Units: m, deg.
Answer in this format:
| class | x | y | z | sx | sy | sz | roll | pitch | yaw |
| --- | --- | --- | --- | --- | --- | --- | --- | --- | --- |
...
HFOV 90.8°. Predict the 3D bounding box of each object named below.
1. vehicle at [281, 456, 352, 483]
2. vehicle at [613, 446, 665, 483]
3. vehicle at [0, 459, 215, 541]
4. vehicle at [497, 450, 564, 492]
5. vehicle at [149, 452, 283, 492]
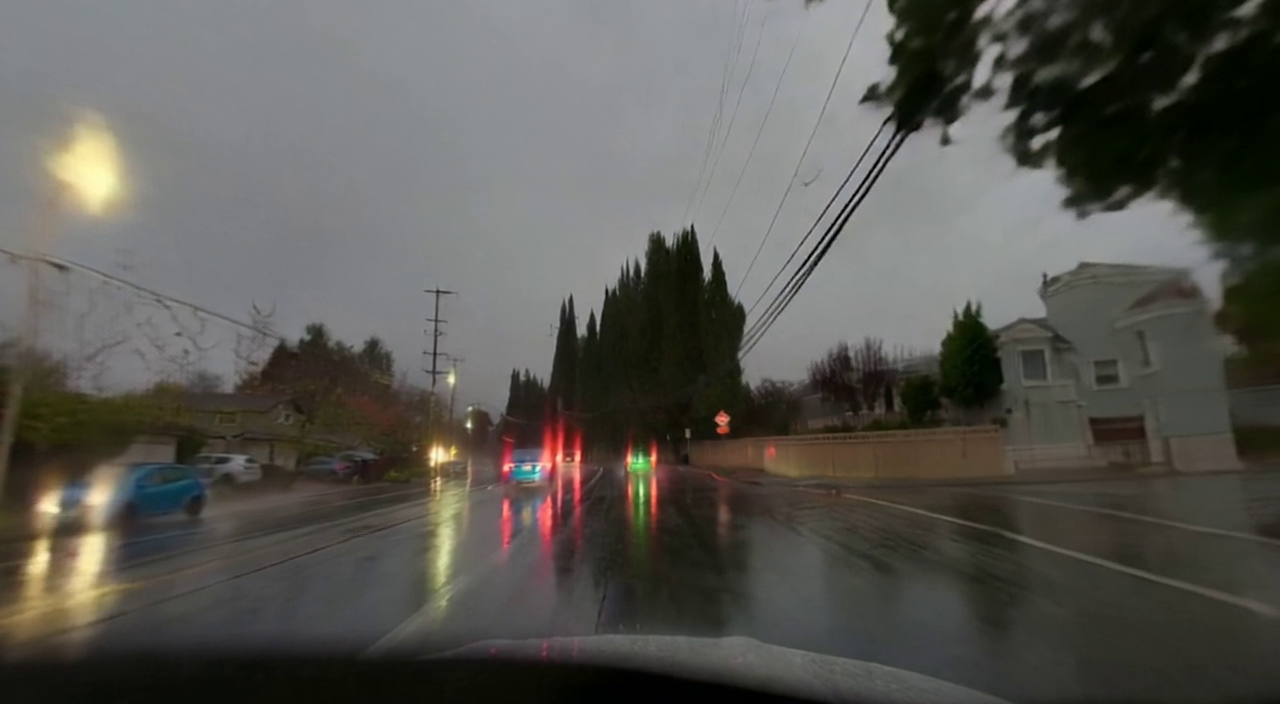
| class | x | y | z | sx | sy | sz | roll | pitch | yaw |
| --- | --- | --- | --- | --- | --- | --- | --- | --- | --- |
| vehicle | -22.129 | 8.024 | 43.309 | 3.836 | 1.693 | 1.849 | 0 | -9 | -7 |
| vehicle | -0.132 | 5.145 | 29.267 | 2.168 | 1.504 | 4.284 | 0 | -9 | -3 |
| vehicle | -14.309 | 3.925 | 17.427 | 2.083 | 1.817 | 4.532 | -1 | -9 | -2 |
| vehicle | -4.053 | 4.475 | 24.138 | 1.913 | 1.425 | 4.235 | -1 | -9 | -2 |
| vehicle | -23.081 | 6.553 | 34.593 | 5.681 | 1.954 | 2.200 | -1 | -9 | -1 |
